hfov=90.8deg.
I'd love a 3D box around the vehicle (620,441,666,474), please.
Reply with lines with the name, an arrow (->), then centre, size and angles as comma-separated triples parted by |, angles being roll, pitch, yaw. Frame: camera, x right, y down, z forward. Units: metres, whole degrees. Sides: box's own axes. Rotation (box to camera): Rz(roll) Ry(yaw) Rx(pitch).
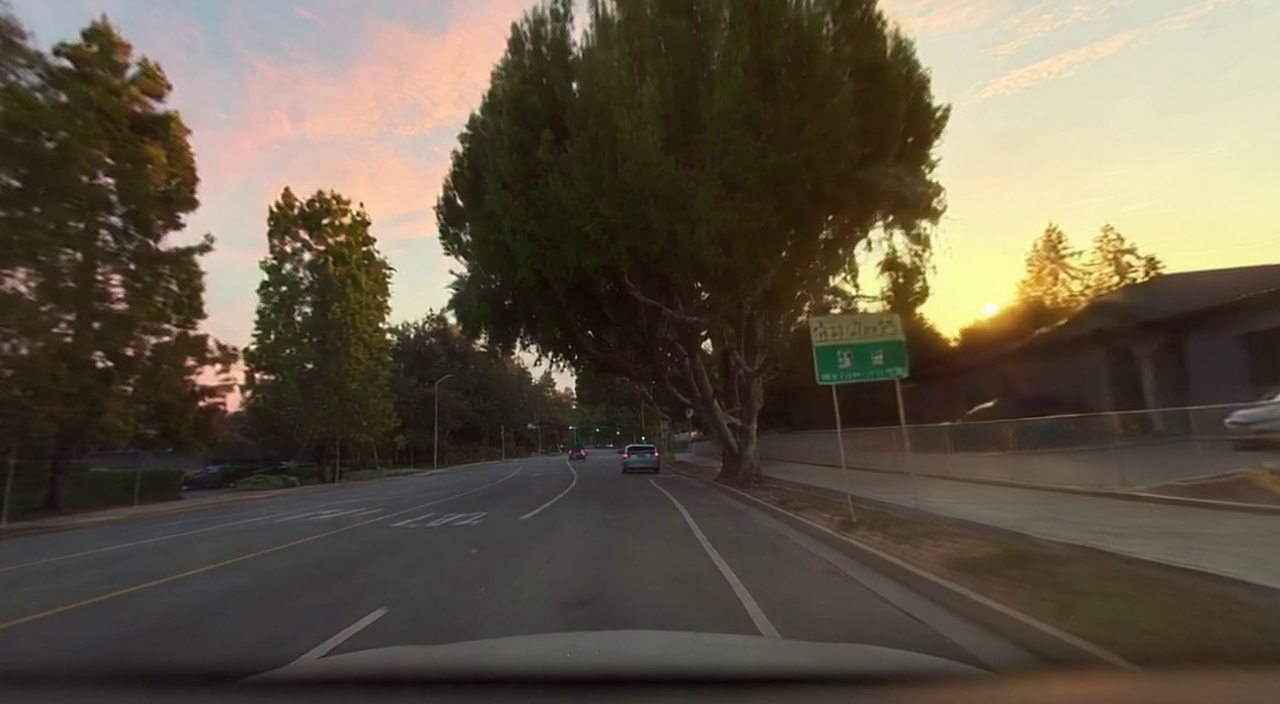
vehicle -> 0.237, 5.204, 31.381 | 2.111, 1.466, 4.223 | -1, -8, 2
